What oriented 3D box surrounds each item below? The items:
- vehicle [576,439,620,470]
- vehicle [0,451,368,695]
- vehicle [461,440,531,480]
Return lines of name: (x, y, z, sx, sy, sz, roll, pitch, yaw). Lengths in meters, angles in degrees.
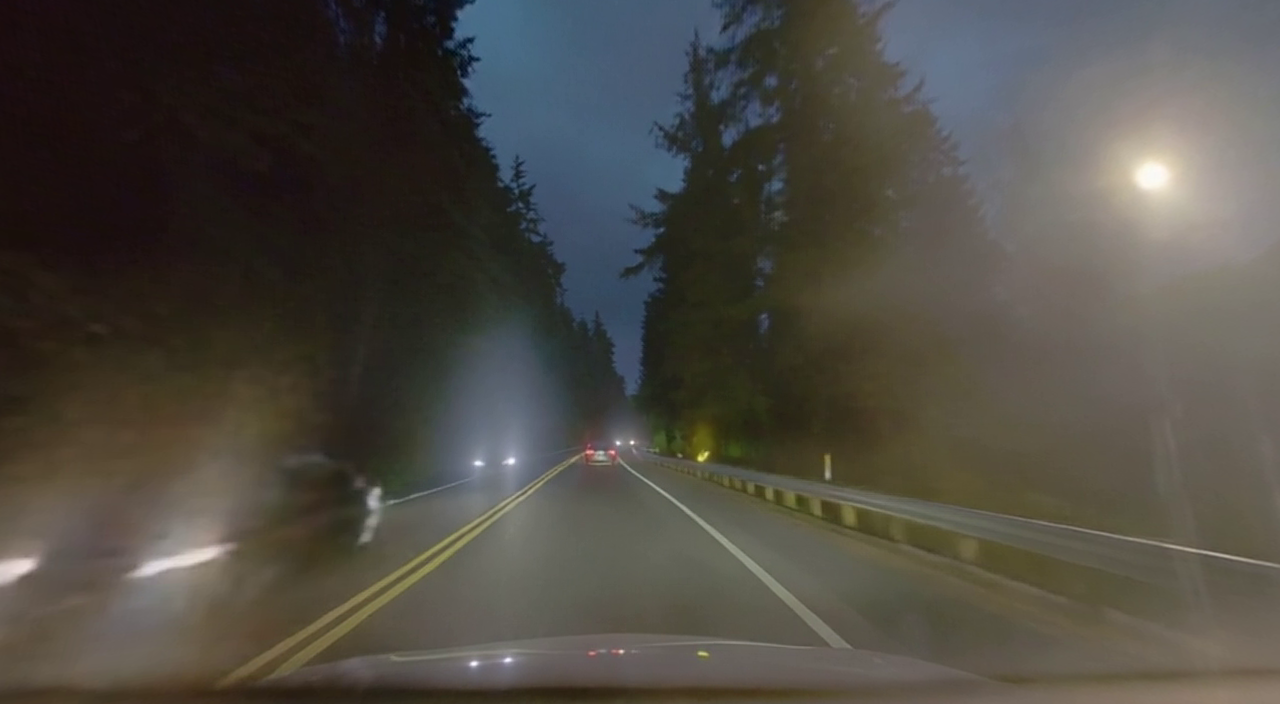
vehicle: (-2.173, 5.308, 32.755, 2.120, 1.491, 4.349, 0, -9, -4)
vehicle: (-4.699, 1.781, 6.294, 2.133, 1.526, 4.308, 0, -9, -2)
vehicle: (-6.152, 4.643, 27.415, 2.200, 1.588, 4.150, 0, -9, -2)
